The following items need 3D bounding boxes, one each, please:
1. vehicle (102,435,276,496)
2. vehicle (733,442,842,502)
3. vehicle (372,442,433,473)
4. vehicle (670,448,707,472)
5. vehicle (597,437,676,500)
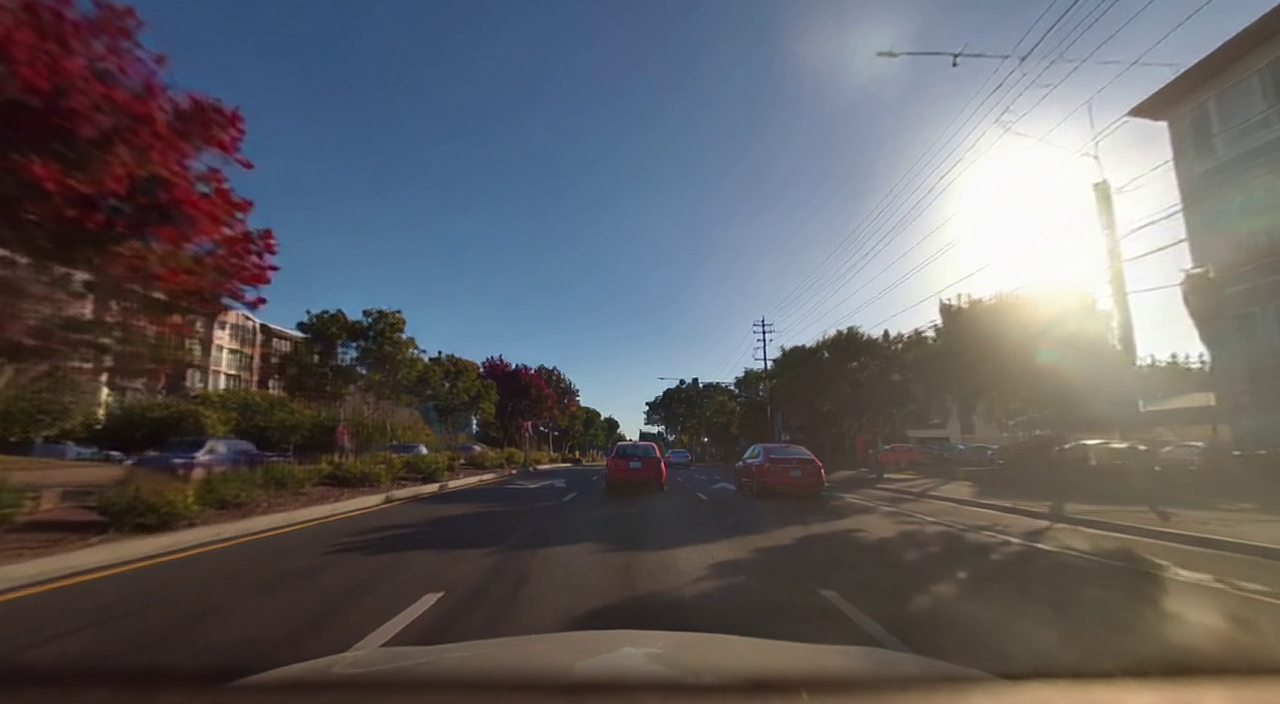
[{"bbox_3d":[-13.549,3.407,19.421,1.982,1.639,4.553,0,-8,0],"label":"vehicle"},{"bbox_3d":[4.158,3.443,18.644,2.086,1.534,4.351,0,-8,-1],"label":"vehicle"},{"bbox_3d":[-14.309,6.344,38.375,2.064,1.745,4.495,0,-8,-1],"label":"vehicle"},{"bbox_3d":[3.120,7.045,41.508,2.054,1.461,4.321,0,-8,-1],"label":"vehicle"},{"bbox_3d":[-0.132,3.334,18.522,2.073,1.606,3.933,0,-8,-1],"label":"vehicle"}]
